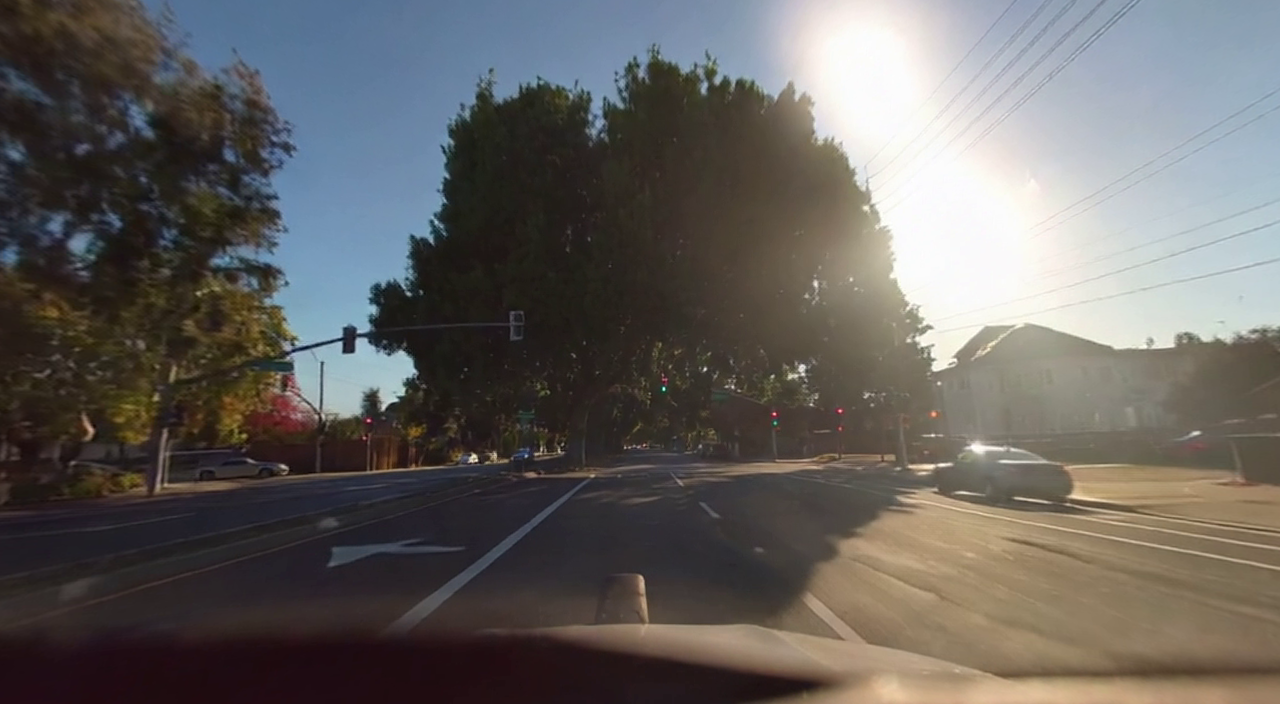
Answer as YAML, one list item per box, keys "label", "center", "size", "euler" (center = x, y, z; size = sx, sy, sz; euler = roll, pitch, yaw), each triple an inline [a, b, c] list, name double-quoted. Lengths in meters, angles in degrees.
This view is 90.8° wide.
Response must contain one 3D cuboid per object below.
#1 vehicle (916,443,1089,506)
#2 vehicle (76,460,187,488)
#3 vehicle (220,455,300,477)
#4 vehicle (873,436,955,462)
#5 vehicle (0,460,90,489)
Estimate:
- label: "vehicle"
  center: [9.802, 3.317, 17.658]
  size: [1.918, 1.483, 4.813]
  euler: [0, -9, -1]
- label: "vehicle"
  center: [-29.454, 7.045, 36.679]
  size: [4.692, 1.476, 1.946]
  euler: [0, -9, -2]
- label: "vehicle"
  center: [-27.977, 8.396, 46.649]
  size: [4.665, 1.494, 1.850]
  euler: [0, -9, -3]
- label: "vehicle"
  center: [20.241, 7.166, 46.746]
  size: [5.021, 1.780, 2.191]
  euler: [0, -9, -3]
- label: "vehicle"
  center: [-35.488, 7.189, 37.074]
  size: [4.563, 1.451, 2.046]
  euler: [-2, -8, 1]
